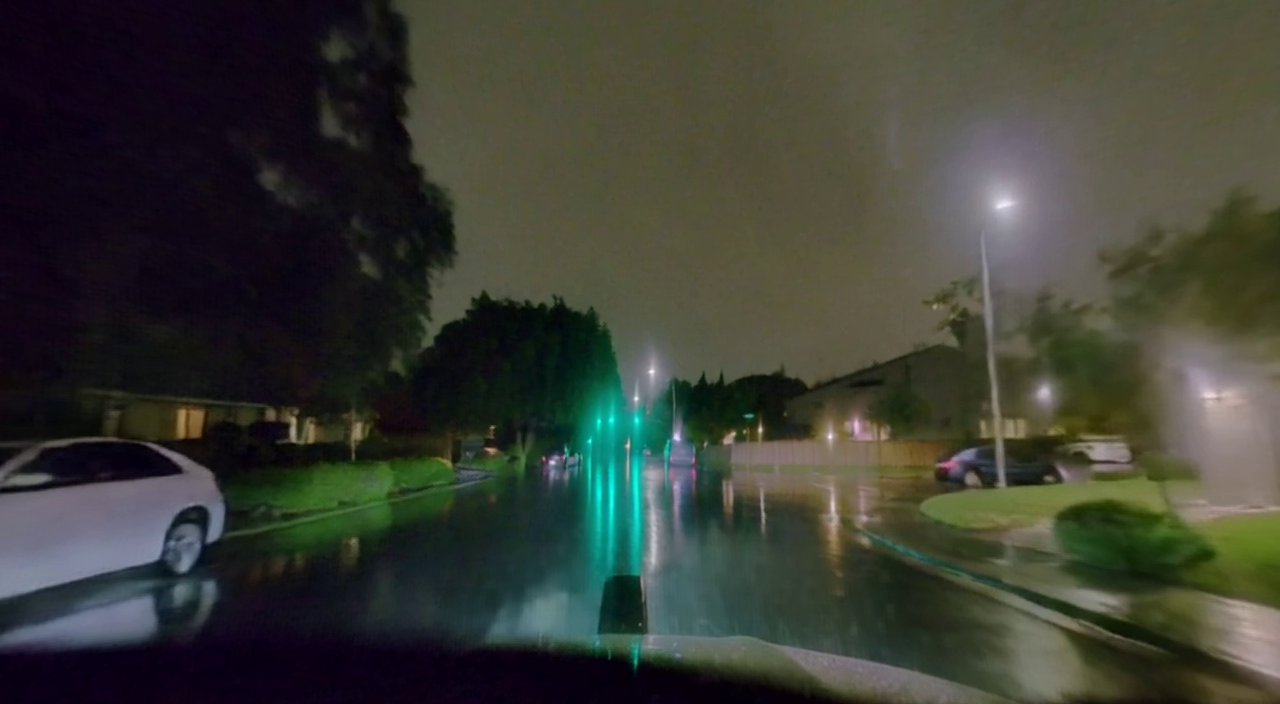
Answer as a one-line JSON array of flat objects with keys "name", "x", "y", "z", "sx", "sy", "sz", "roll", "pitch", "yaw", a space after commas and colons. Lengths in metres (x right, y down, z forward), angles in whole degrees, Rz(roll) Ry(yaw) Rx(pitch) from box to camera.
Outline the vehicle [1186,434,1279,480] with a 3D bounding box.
[{"name": "vehicle", "x": 24.431, "y": 4.166, "z": 25.044, "sx": 4.304, "sy": 1.710, "sz": 1.936, "roll": 3, "pitch": -9, "yaw": -20}]

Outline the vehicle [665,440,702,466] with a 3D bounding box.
[{"name": "vehicle", "x": 3.042, "y": 7.232, "z": 44.914, "sx": 2.140, "sy": 1.749, "sz": 4.369, "roll": 1, "pitch": -9, "yaw": -3}]

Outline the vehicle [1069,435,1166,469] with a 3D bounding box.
[{"name": "vehicle", "x": 27.308, "y": 5.699, "z": 35.900, "sx": 4.674, "sy": 1.831, "sz": 2.139, "roll": 3, "pitch": -10, "yaw": -22}]

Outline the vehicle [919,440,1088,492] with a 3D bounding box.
[{"name": "vehicle", "x": 12.537, "y": 3.914, "z": 21.832, "sx": 4.708, "sy": 1.527, "sz": 2.113, "roll": 0, "pitch": -8, "yaw": -10}]

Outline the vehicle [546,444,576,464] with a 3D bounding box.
[{"name": "vehicle", "x": -6.148, "y": 8.010, "z": 49.375, "sx": 1.947, "sy": 1.557, "sz": 3.900, "roll": 0, "pitch": -9, "yaw": -2}]

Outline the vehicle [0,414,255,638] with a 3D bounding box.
[{"name": "vehicle", "x": -6.011, "y": 1.518, "z": 5.902, "sx": 1.998, "sy": 1.742, "sz": 4.210, "roll": 0, "pitch": -9, "yaw": 1}]
